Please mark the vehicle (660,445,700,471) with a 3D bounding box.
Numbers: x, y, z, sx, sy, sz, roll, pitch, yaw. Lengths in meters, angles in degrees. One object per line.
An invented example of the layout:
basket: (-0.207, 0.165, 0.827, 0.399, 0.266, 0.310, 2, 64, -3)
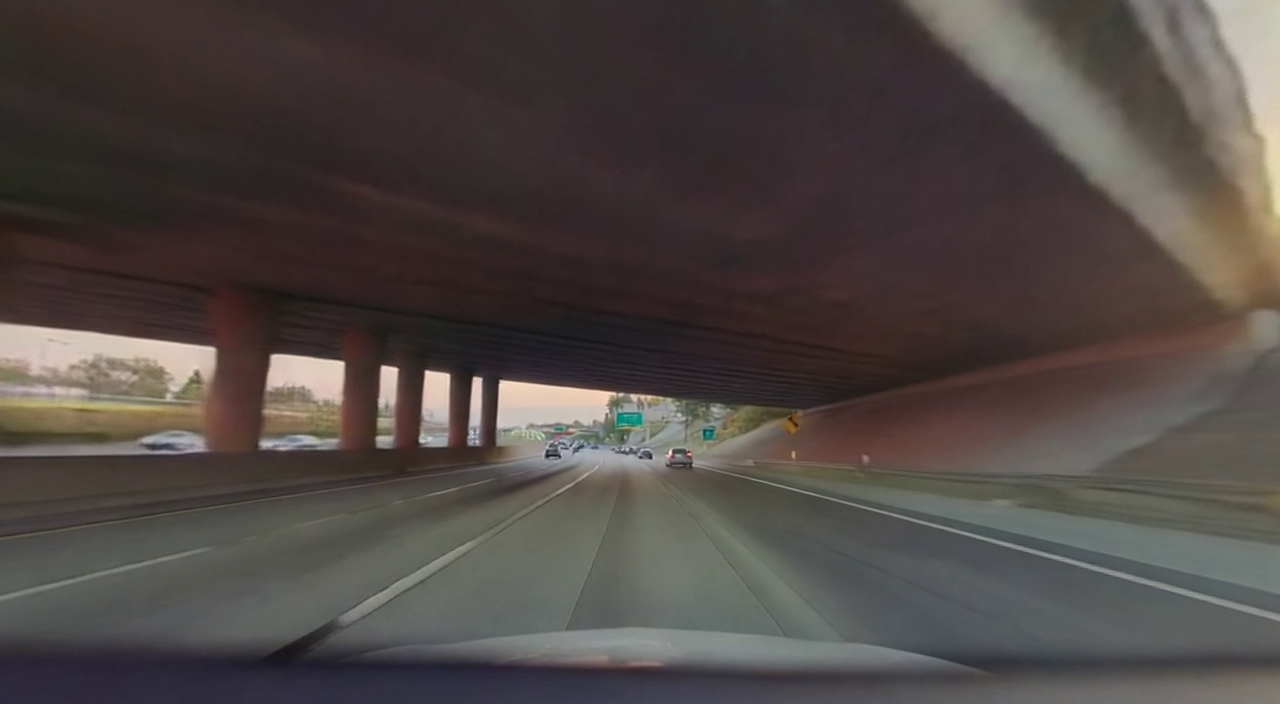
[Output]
vehicle: (2.426, 6.597, 39.615, 2.059, 1.509, 4.670, 0, -8, -2)
